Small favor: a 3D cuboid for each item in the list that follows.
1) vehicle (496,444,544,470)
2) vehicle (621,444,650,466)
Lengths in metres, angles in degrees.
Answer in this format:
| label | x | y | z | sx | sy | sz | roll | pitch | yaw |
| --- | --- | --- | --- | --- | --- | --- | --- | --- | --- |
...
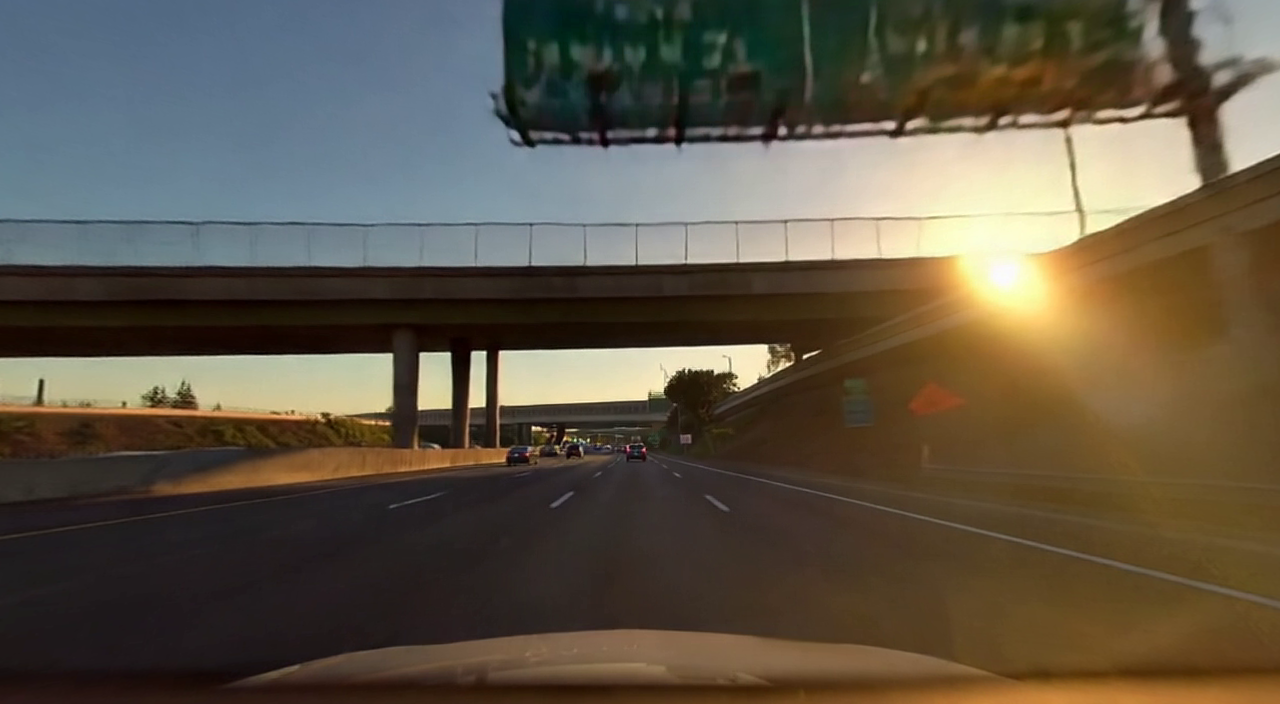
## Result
| label | x | y | z | sx | sy | sz | roll | pitch | yaw |
| --- | --- | --- | --- | --- | --- | --- | --- | --- | --- |
| vehicle | -7.198 | 6.330 | 38.313 | 1.994 | 1.487 | 4.605 | 0 | -9 | 0 |
| vehicle | -0.369 | 7.581 | 46.775 | 2.086 | 1.472 | 4.168 | 0 | -9 | -2 |
